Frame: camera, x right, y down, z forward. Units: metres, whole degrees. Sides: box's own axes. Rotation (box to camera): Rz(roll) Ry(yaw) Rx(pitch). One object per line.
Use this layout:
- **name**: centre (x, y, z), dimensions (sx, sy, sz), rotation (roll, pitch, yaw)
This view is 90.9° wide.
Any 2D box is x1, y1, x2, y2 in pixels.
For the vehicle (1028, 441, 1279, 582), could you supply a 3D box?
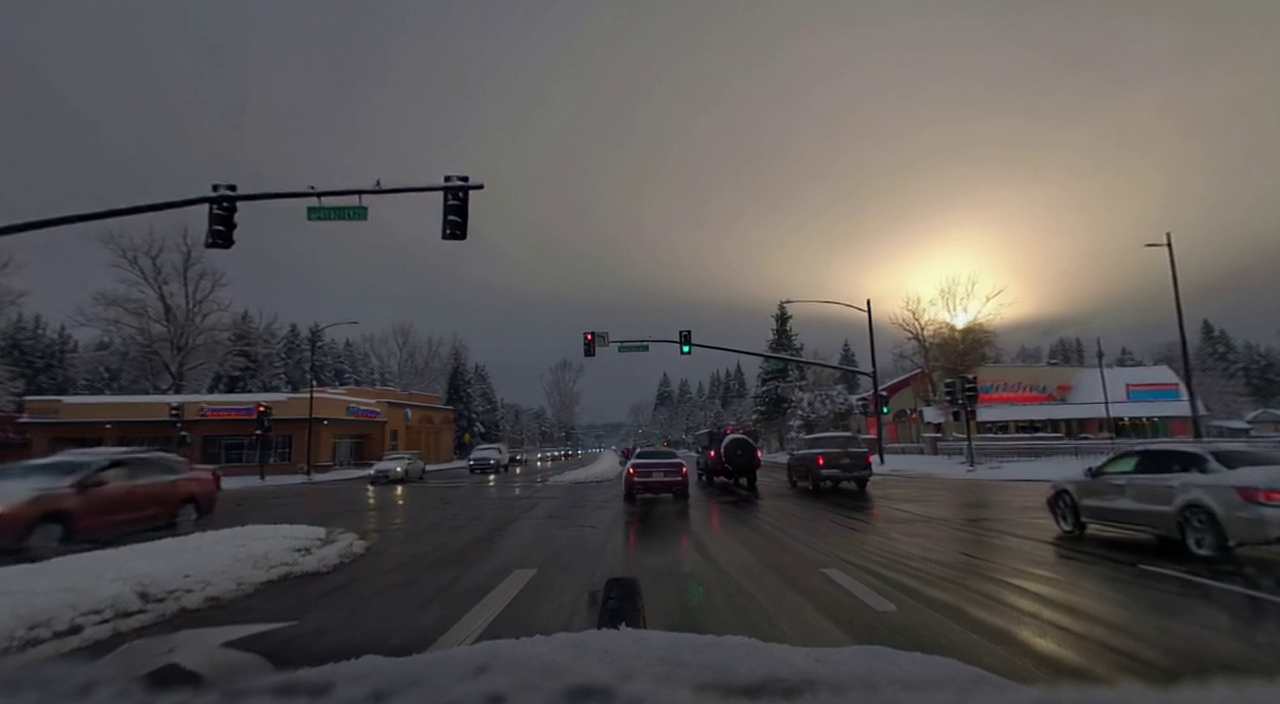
- **vehicle**: centre (7.829, 2.018, 8.831), dimensions (1.905, 1.498, 4.463), rotation (0, -8, -1)

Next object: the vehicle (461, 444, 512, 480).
- **vehicle**: centre (-8.326, 5.983, 34.576), dimensions (1.904, 1.789, 4.021), rotation (0, -8, -1)

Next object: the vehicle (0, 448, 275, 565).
- **vehicle**: centre (-8.313, 2.332, 10.343), dimensions (2.002, 1.469, 4.301), rotation (0, -8, 1)

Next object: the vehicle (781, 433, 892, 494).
- **vehicle**: centre (7.180, 4.112, 23.766), dimensions (2.323, 2.009, 5.266), rotation (0, -8, -2)

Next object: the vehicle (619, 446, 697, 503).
- **vehicle**: centre (0.423, 3.485, 18.376), dimensions (2.038, 1.447, 3.756), rotation (0, -8, -1)

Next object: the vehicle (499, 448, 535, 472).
- **vehicle**: centre (-8.797, 7.743, 45.338), dimensions (1.827, 1.602, 4.115), rotation (0, -8, -1)

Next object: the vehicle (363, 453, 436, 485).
- **vehicle**: centre (-12.491, 6.070, 33.060), dimensions (1.969, 1.486, 4.773), rotation (0, -8, 0)

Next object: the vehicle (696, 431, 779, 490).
- **vehicle**: centre (3.738, 4.303, 25.385), dimensions (2.358, 2.116, 5.328), rotation (0, -8, -1)
